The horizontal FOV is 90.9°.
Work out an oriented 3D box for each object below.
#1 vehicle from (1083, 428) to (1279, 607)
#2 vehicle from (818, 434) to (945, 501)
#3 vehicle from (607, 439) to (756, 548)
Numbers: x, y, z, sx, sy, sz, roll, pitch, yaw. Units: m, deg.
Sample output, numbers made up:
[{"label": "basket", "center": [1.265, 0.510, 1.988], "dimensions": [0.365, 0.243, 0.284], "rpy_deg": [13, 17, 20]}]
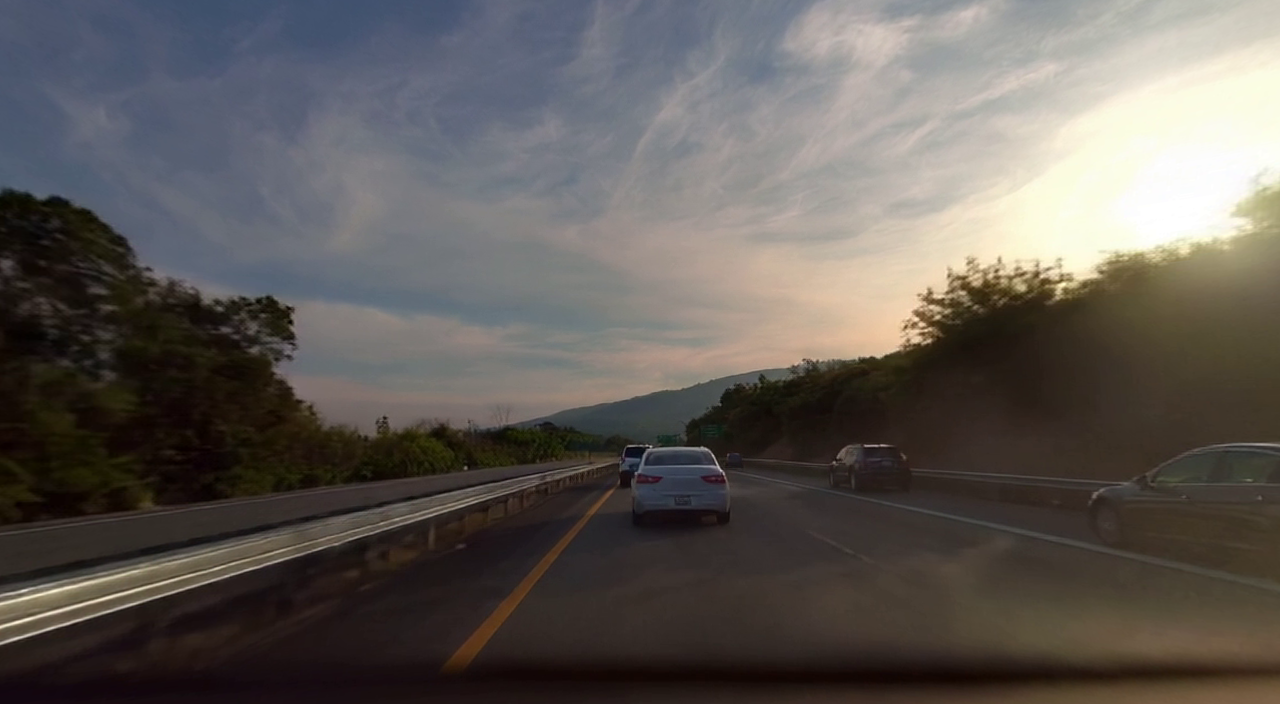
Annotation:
[{"label": "vehicle", "center": [6.346, 1.418, 5.488], "dimensions": [1.965, 1.484, 4.090], "rpy_deg": [0, -9, 0]}, {"label": "vehicle", "center": [6.790, 3.295, 18.300], "dimensions": [1.980, 1.702, 4.235], "rpy_deg": [0, -9, 0]}, {"label": "vehicle", "center": [0.577, 2.275, 10.731], "dimensions": [2.076, 1.485, 3.774], "rpy_deg": [0, -9, 0]}]
